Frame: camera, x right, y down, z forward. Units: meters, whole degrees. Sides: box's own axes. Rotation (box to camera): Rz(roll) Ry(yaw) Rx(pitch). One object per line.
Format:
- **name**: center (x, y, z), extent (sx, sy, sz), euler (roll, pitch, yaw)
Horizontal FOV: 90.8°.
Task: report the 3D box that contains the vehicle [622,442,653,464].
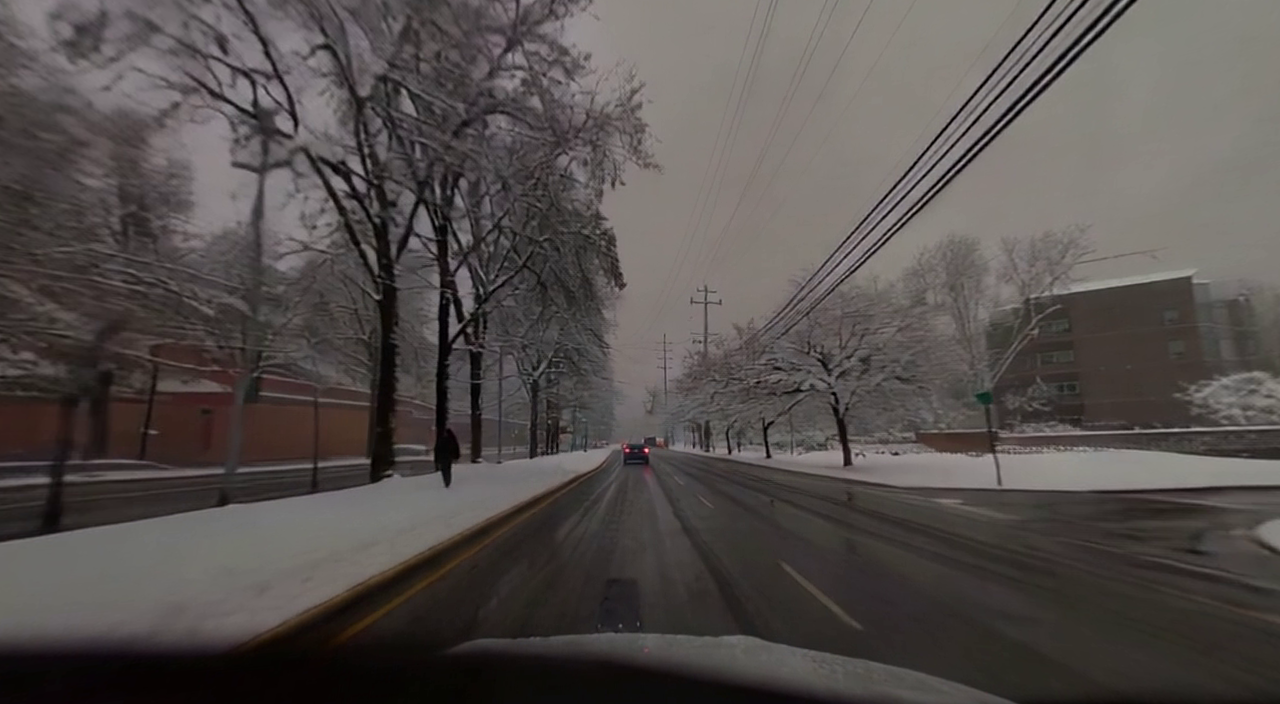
- **vehicle**: center (-0.200, 7.141, 44.743), extent (2.109, 1.501, 4.042), euler (0, -9, -1)
